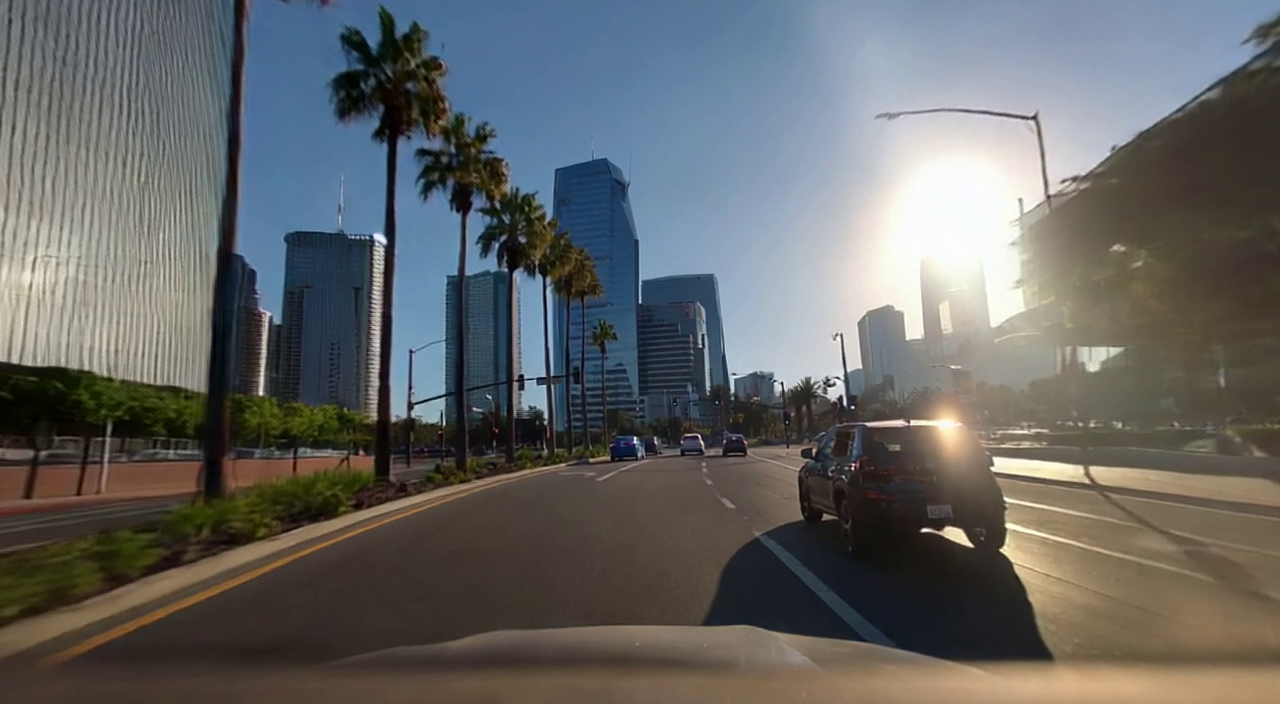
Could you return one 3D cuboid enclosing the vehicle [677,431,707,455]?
[{"bbox_3d":[4.045,7.053,48.754,2.060,1.730,4.257,-1,-8,8],"label":"vehicle"}]

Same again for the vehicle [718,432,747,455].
[{"bbox_3d":[6.789,6.778,46.707,1.936,1.567,3.896,-1,-8,6],"label":"vehicle"}]

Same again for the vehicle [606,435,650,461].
[{"bbox_3d":[-0.637,5.880,38.707,1.962,1.480,4.605,-1,-8,8],"label":"vehicle"}]
